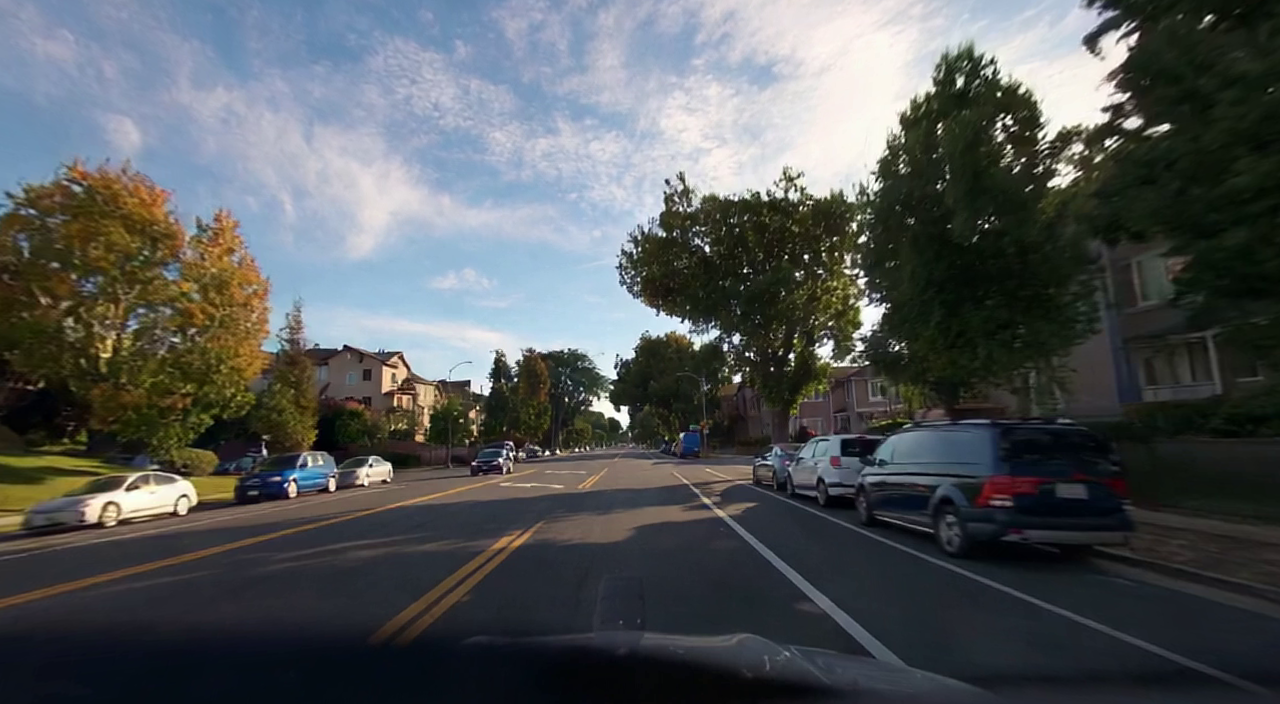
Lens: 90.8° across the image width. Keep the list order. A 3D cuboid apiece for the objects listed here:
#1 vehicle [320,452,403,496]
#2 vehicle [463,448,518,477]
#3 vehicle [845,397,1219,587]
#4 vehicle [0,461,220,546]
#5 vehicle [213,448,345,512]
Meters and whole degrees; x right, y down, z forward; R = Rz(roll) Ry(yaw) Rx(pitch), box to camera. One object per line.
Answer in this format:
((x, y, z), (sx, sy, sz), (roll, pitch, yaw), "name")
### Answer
((-12.478, 5.461, 28.657), (1.920, 1.629, 4.599), (-2, -8, -3), "vehicle")
((-8.104, 6.002, 34.681), (1.952, 1.477, 4.128), (0, -8, 1), "vehicle")
((4.640, 1.733, 8.680), (2.068, 1.852, 4.796), (0, -8, 0), "vehicle")
((-12.345, 3.461, 15.049), (1.821, 1.459, 4.295), (-2, -7, -1), "vehicle")
((-12.542, 4.418, 22.398), (2.036, 1.819, 4.626), (-3, -7, 0), "vehicle")
